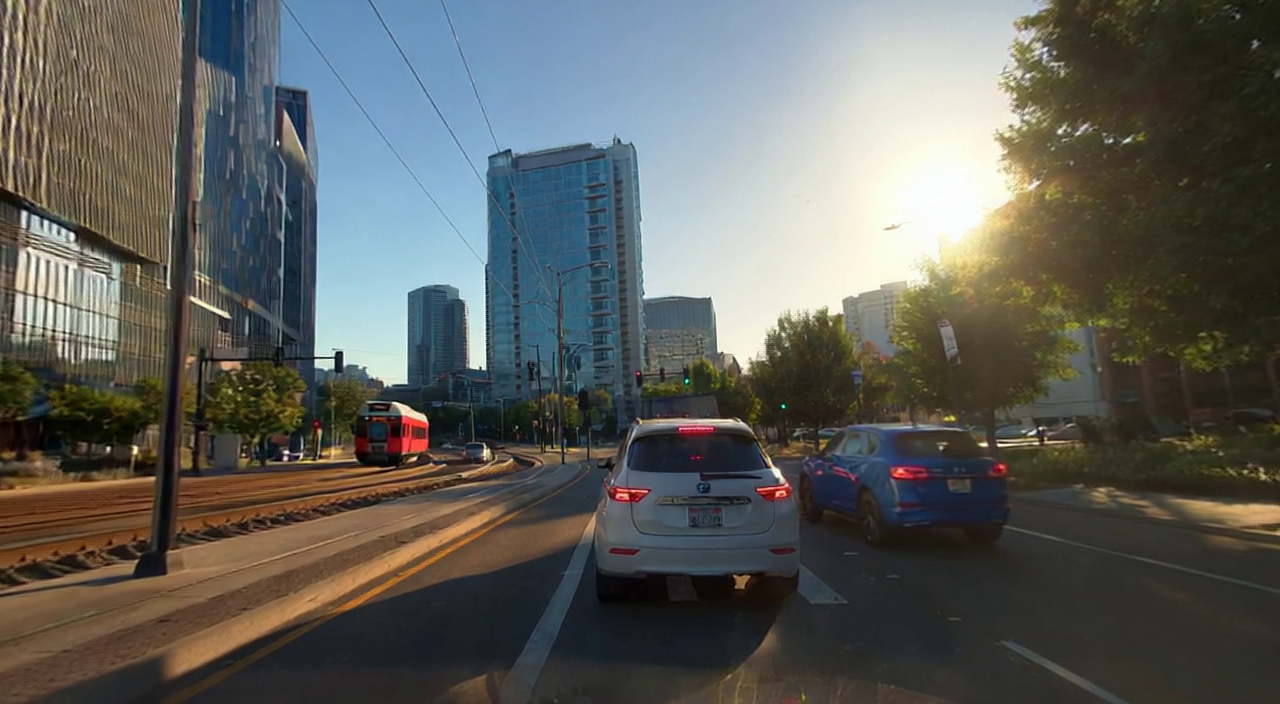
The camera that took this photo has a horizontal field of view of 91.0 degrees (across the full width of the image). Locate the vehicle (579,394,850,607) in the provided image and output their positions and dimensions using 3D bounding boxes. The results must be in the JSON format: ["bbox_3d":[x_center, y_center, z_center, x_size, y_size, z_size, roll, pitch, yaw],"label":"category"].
[{"bbox_3d":[0.493,1.498,7.182,2.190,1.684,4.084,0,-9,-3],"label":"vehicle"}]

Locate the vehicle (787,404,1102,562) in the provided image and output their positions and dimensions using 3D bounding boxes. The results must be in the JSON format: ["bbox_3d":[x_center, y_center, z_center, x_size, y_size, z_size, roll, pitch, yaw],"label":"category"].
[{"bbox_3d":[3.868,1.775,9.264,2.212,1.709,4.715,0,-9,-1],"label":"vehicle"}]
